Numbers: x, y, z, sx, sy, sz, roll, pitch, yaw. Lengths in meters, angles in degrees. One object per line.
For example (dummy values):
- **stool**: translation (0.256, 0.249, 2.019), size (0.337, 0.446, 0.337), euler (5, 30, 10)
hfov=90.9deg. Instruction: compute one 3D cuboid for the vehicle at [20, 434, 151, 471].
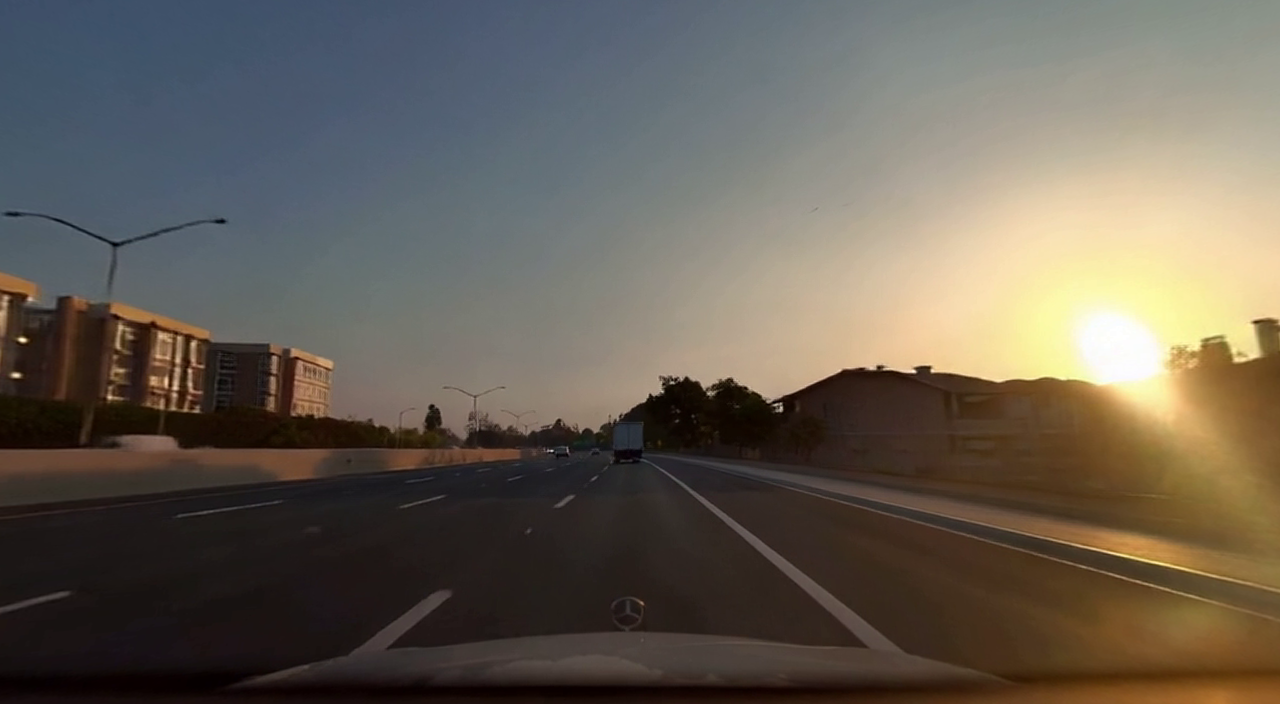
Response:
- **vehicle**: translation (-32.570, 5.938, 37.408), size (2.559, 1.947, 5.829), euler (0, -9, -1)
